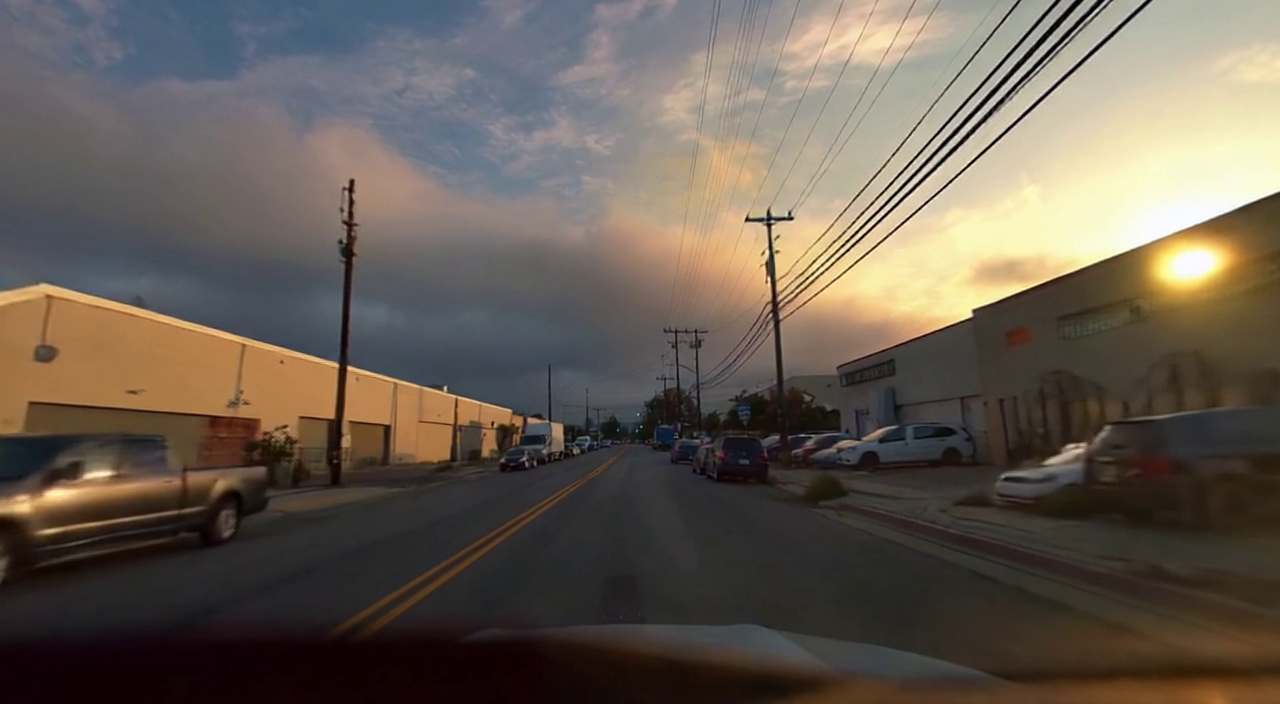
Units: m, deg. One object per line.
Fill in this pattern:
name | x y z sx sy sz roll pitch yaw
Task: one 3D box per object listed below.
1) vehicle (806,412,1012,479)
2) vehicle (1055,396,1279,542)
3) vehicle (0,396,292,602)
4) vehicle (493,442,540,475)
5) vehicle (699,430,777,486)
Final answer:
vehicle | 10.962 3.888 26.317 7.236 2.219 2.674 -3 -8 0
vehicle | 8.915 1.616 9.035 4.406 1.822 2.071 0 -8 1
vehicle | -7.950 1.927 8.988 2.530 2.110 6.445 -3 -8 -2
vehicle | -7.846 6.786 40.514 2.123 1.802 4.486 -4 -8 -2
vehicle | 3.751 4.205 25.379 2.333 1.967 6.008 0 -8 2
